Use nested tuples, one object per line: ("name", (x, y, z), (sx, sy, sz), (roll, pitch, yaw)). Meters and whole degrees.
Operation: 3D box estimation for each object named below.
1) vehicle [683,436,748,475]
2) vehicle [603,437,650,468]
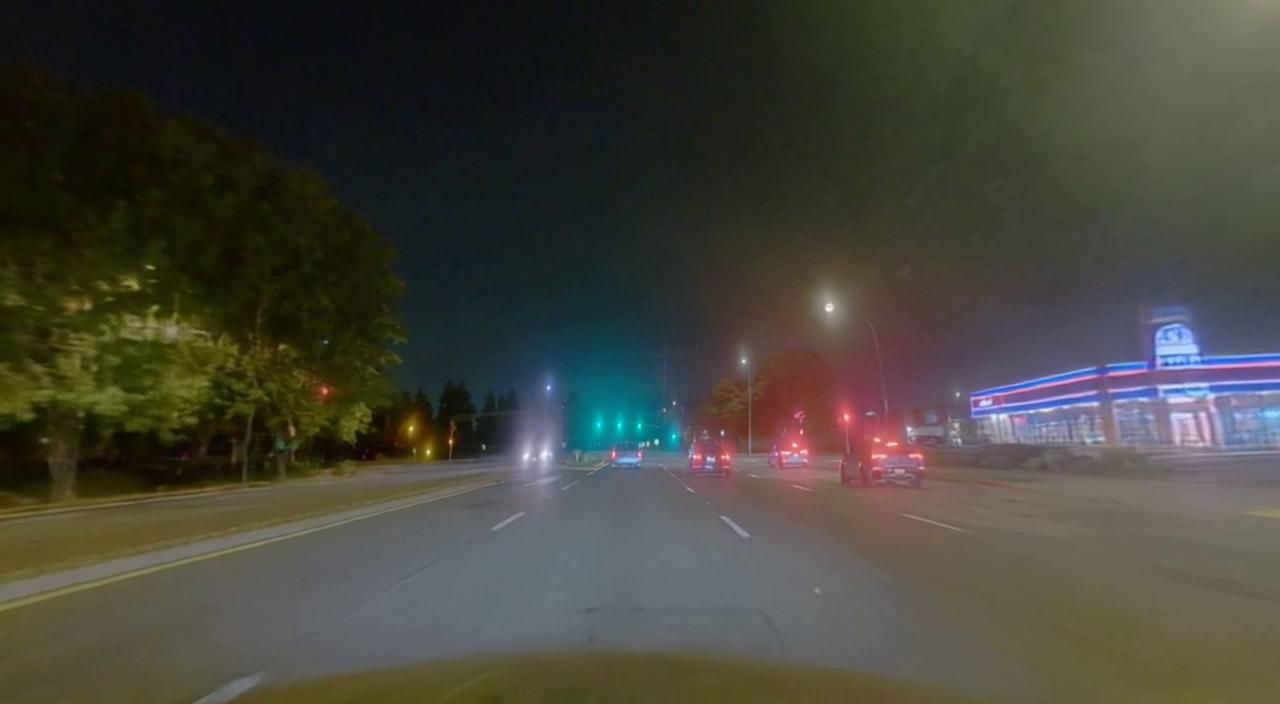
("vehicle", (3.035, 4.261, 26.444), (2.057, 1.491, 4.675), (0, -8, -1))
("vehicle", (-0.609, 5.073, 32.209), (2.242, 1.474, 4.127), (0, -8, 0))
